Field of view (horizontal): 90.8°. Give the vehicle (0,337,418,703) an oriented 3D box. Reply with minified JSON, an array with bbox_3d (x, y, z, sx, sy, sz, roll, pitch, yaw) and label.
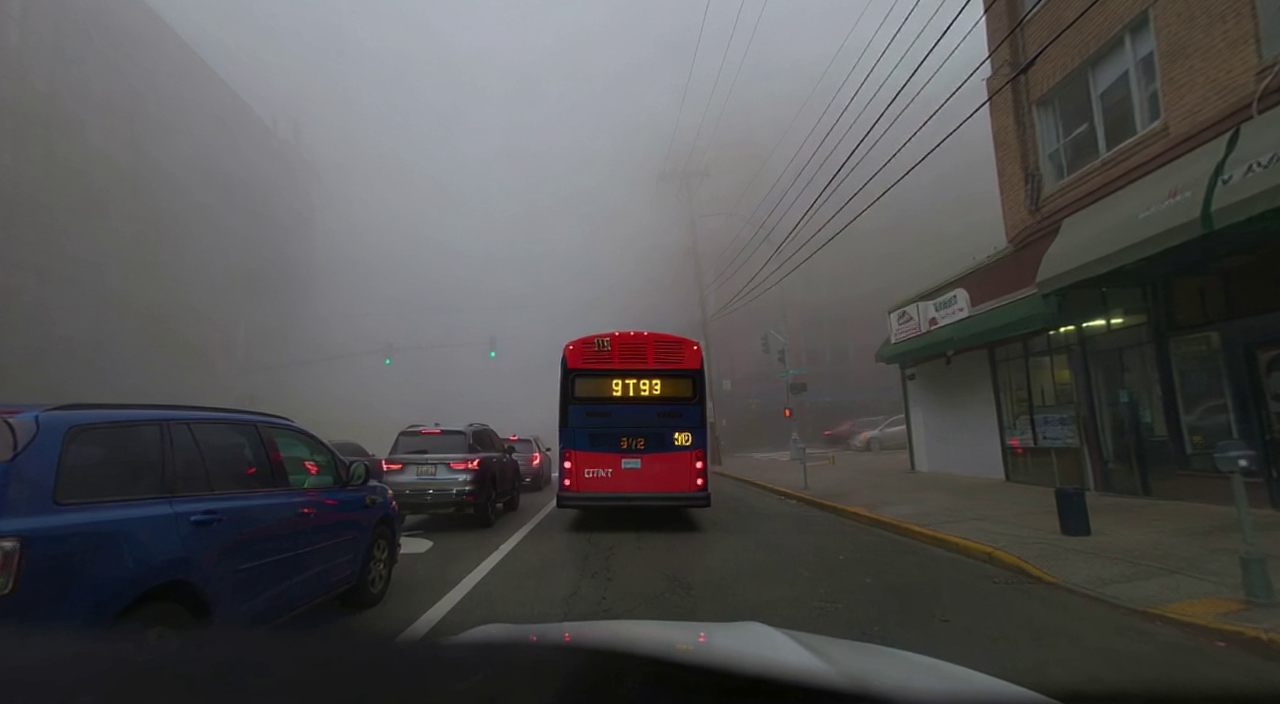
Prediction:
[{"bbox_3d":[-3.214,1.091,3.978,2.020,1.725,4.384,0,-8,0],"label":"vehicle"}]

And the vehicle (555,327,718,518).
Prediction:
[{"bbox_3d":[-0.294,1.991,16.525,2.938,3.468,9.972,0,-9,-3],"label":"vehicle"}]

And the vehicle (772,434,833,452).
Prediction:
[{"bbox_3d":[11.954,6.733,46.669,3.949,1.337,1.738,1,-9,-4],"label":"vehicle"}]

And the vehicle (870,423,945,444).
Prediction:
[{"bbox_3d":[19.958,6.106,47.202,4.827,1.555,1.863,1,-9,-6],"label":"vehicle"}]

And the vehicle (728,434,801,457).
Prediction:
[{"bbox_3d":[8.602,6.476,43.661,4.774,1.492,1.802,-2,-9,13],"label":"vehicle"}]

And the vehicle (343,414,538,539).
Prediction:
[{"bbox_3d":[-3.344,2.198,11.770,2.096,1.828,4.669,0,-8,0],"label":"vehicle"}]
